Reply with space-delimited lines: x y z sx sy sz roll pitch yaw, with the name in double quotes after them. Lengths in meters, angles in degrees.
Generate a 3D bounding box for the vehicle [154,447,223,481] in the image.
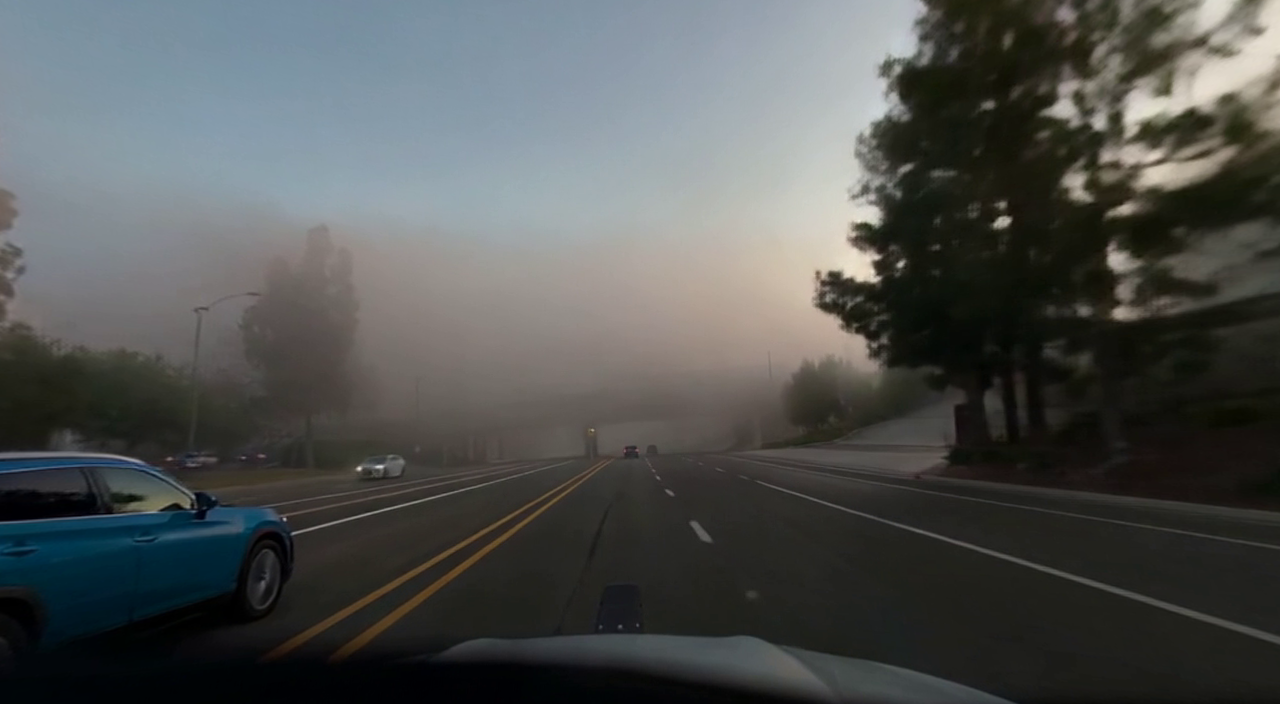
-28.852 7.119 40.590 2.199 1.959 5.771 4 -9 -22 "vehicle"

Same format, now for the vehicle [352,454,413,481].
-15.703 7.062 38.808 1.912 1.465 4.479 0 -9 0 "vehicle"
